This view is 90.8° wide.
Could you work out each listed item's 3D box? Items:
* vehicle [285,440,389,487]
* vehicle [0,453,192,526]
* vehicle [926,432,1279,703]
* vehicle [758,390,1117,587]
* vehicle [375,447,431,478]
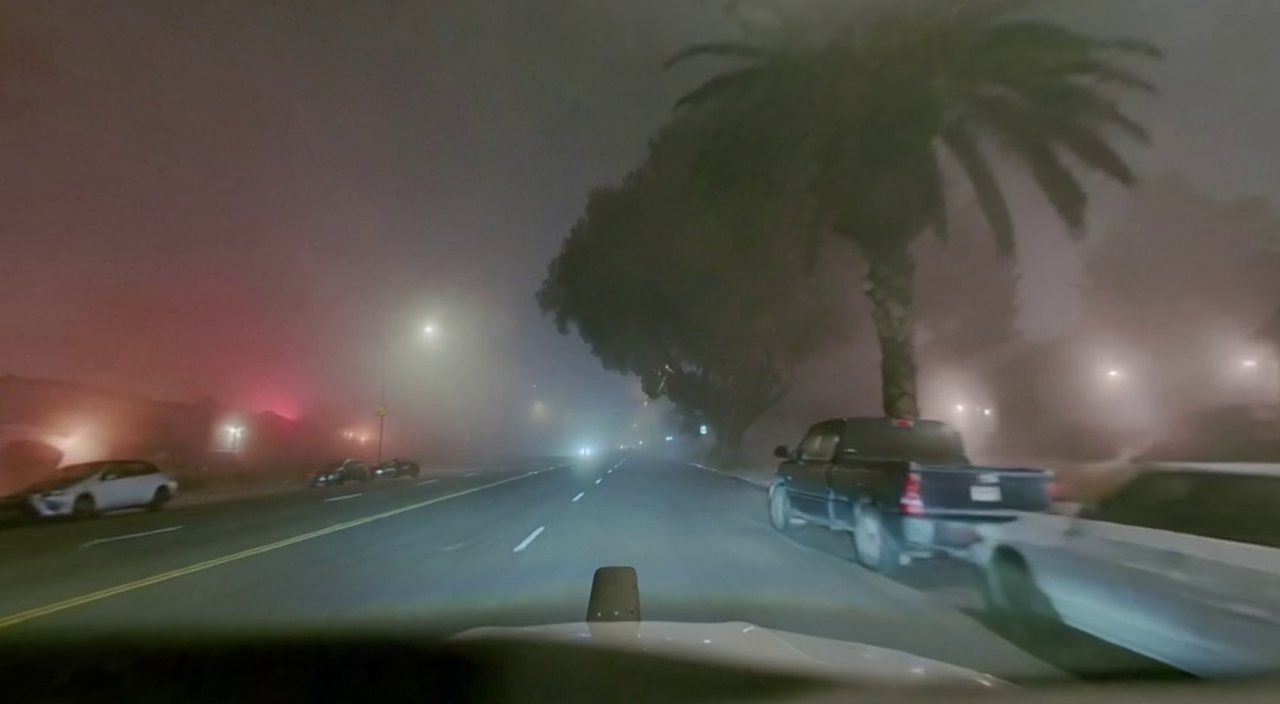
[{"bbox_3d":[-14.152,5.210,30.023,2.245,1.904,5.805,-1,-7,-1],"label":"vehicle"},{"bbox_3d":[-13.852,3.368,15.997,1.916,1.459,4.222,-1,-8,0],"label":"vehicle"},{"bbox_3d":[3.530,1.127,3.131,1.911,1.416,4.720,0,-9,-1],"label":"vehicle"},{"bbox_3d":[3.414,1.728,8.859,2.386,1.916,5.167,0,-9,-2],"label":"vehicle"},{"bbox_3d":[-14.448,6.732,38.769,1.890,1.568,4.444,-2,-7,-2],"label":"vehicle"}]
